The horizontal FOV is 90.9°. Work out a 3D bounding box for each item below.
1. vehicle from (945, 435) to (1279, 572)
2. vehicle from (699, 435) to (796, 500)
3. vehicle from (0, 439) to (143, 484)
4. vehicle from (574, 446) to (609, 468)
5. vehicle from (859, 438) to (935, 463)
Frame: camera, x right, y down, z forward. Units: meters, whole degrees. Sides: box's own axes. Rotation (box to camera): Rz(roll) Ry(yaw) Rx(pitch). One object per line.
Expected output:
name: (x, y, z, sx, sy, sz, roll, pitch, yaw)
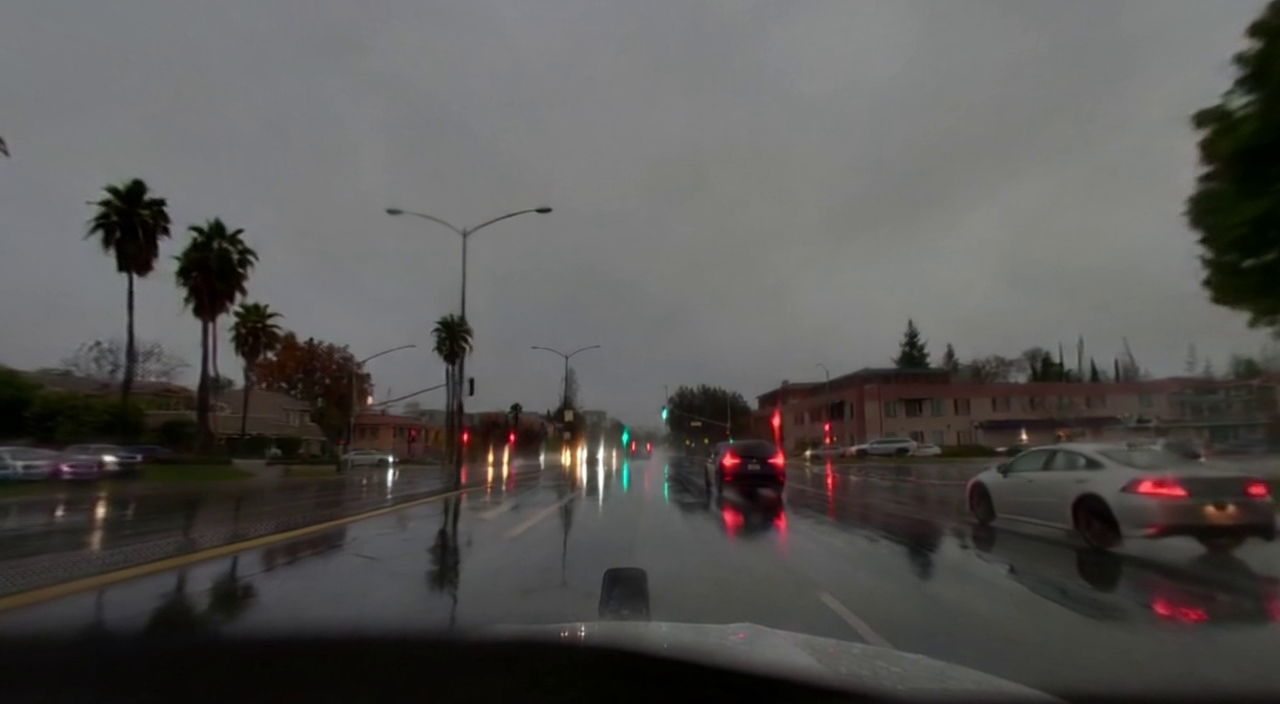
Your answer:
vehicle: (6.556, 1.998, 9.189, 1.890, 1.471, 4.566, 0, -9, 0)
vehicle: (2.944, 3.270, 18.219, 2.009, 1.639, 4.267, 0, -9, 0)
vehicle: (-25.941, 4.982, 28.921, 2.070, 1.856, 5.069, 0, -9, 0)
vehicle: (-3.471, 7.559, 45.564, 2.037, 1.472, 4.152, 0, -9, 3)
vehicle: (19.898, 7.655, 48.952, 4.999, 1.833, 2.114, 0, -8, -1)
